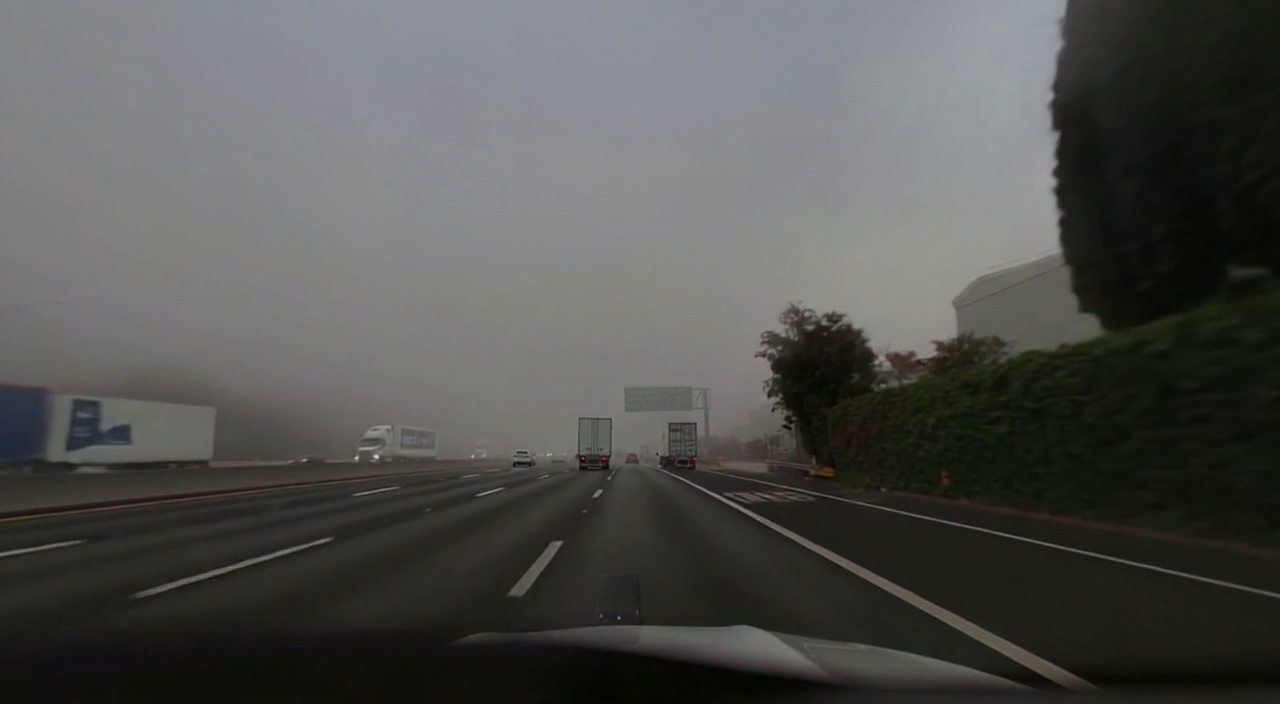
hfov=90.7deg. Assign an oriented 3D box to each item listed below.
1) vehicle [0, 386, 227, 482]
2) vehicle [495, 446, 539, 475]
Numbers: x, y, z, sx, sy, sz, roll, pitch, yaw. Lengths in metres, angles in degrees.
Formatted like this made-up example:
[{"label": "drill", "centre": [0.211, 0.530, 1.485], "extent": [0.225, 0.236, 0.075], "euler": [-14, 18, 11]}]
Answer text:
[{"label": "vehicle", "centre": [-23.016, 3.760, 28.193], "extent": [2.915, 3.535, 9.511], "euler": [0, -9, -2]}, {"label": "vehicle", "centre": [-7.641, 6.771, 39.752], "extent": [2.132, 1.679, 4.045], "euler": [0, -9, -3]}]
